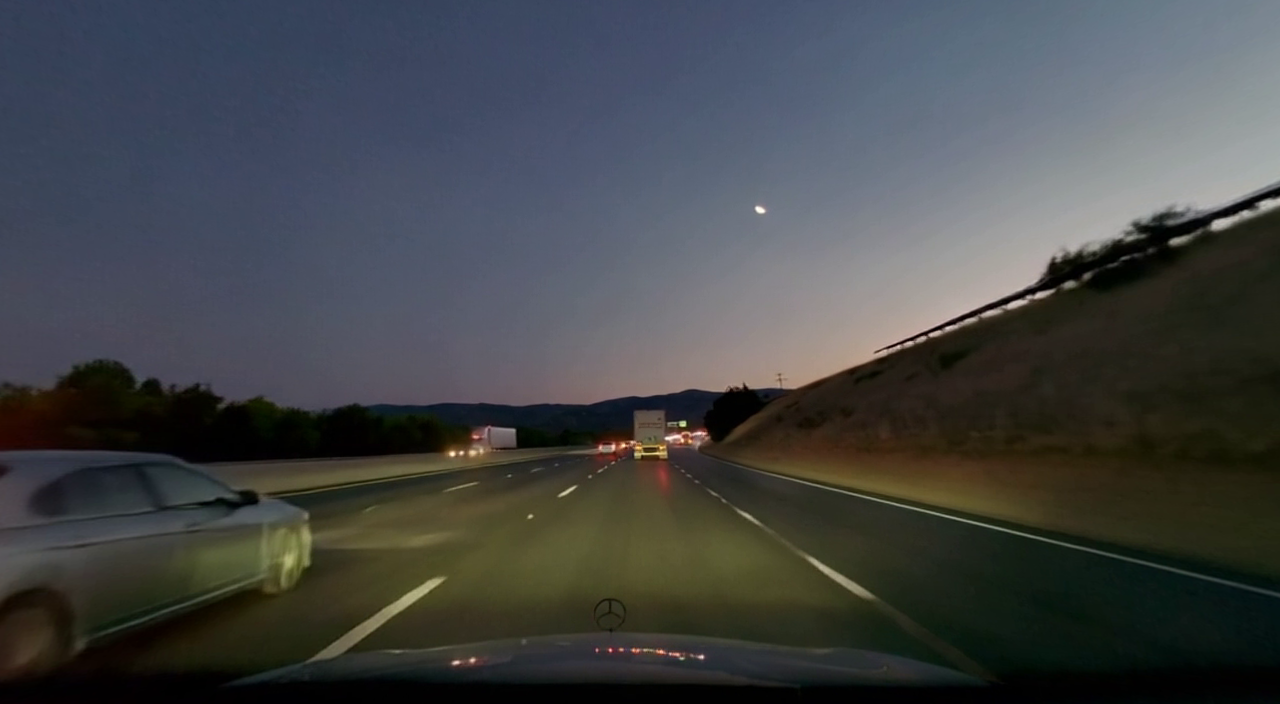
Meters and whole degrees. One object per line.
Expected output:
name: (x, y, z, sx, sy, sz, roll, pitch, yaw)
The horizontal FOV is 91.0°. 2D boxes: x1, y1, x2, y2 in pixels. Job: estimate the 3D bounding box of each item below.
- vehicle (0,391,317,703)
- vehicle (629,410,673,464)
vehicle: (-3.856, 1.049, 3.273, 2.066, 1.581, 4.268, 0, -8, 0)
vehicle: (0.811, 6.522, 47.958, 2.967, 3.633, 10.015, -1, -8, 0)
